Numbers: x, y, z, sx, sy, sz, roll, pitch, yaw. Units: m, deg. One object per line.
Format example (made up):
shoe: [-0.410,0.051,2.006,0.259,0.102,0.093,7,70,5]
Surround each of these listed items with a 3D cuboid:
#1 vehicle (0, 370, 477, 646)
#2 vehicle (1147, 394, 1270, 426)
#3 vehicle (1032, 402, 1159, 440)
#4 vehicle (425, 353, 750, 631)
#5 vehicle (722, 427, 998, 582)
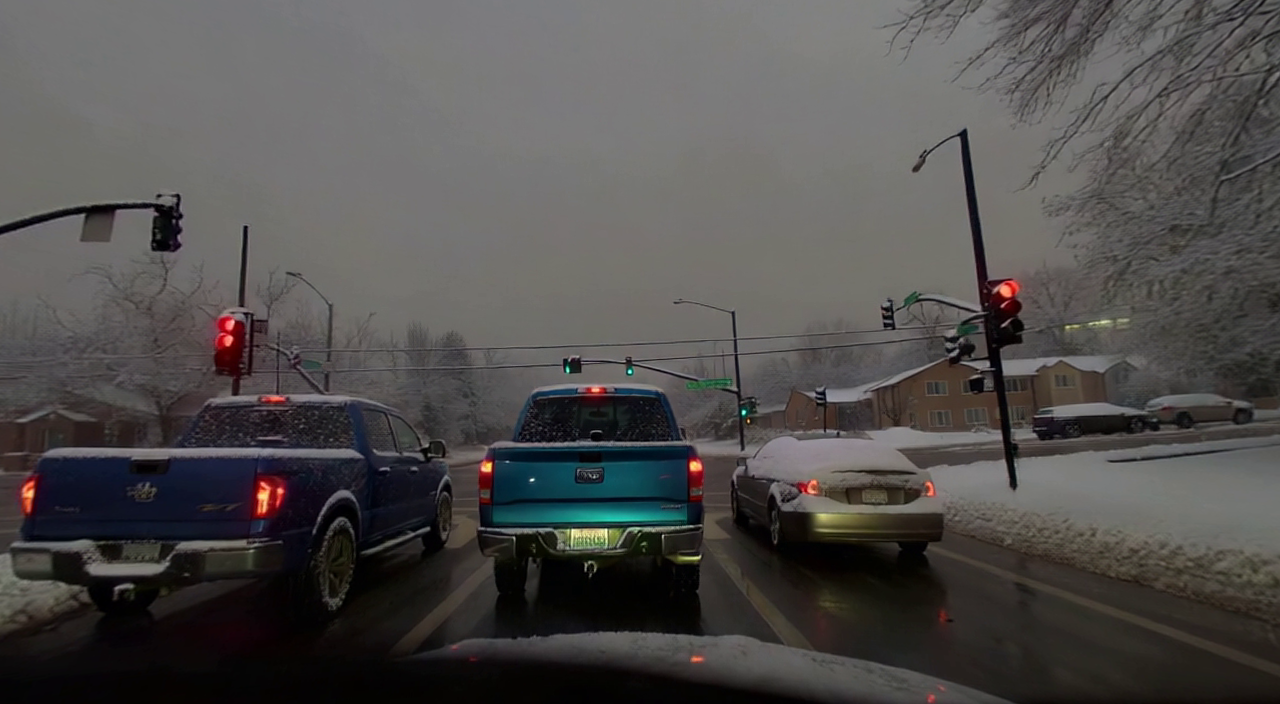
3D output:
vehicle: [-3.466,1.414,6.863,2.146,1.828,5.148,0,-9,-2]
vehicle: [29.323,3.041,32.667,4.540,1.543,1.803,0,-9,1]
vehicle: [23.286,3.589,32.480,4.721,1.866,2.188,0,-9,2]
vehicle: [-0.399,1.310,6.770,2.282,1.964,4.421,0,-9,-1]
vehicle: [2.416,1.801,8.328,2.016,1.481,4.336,0,-9,-1]
